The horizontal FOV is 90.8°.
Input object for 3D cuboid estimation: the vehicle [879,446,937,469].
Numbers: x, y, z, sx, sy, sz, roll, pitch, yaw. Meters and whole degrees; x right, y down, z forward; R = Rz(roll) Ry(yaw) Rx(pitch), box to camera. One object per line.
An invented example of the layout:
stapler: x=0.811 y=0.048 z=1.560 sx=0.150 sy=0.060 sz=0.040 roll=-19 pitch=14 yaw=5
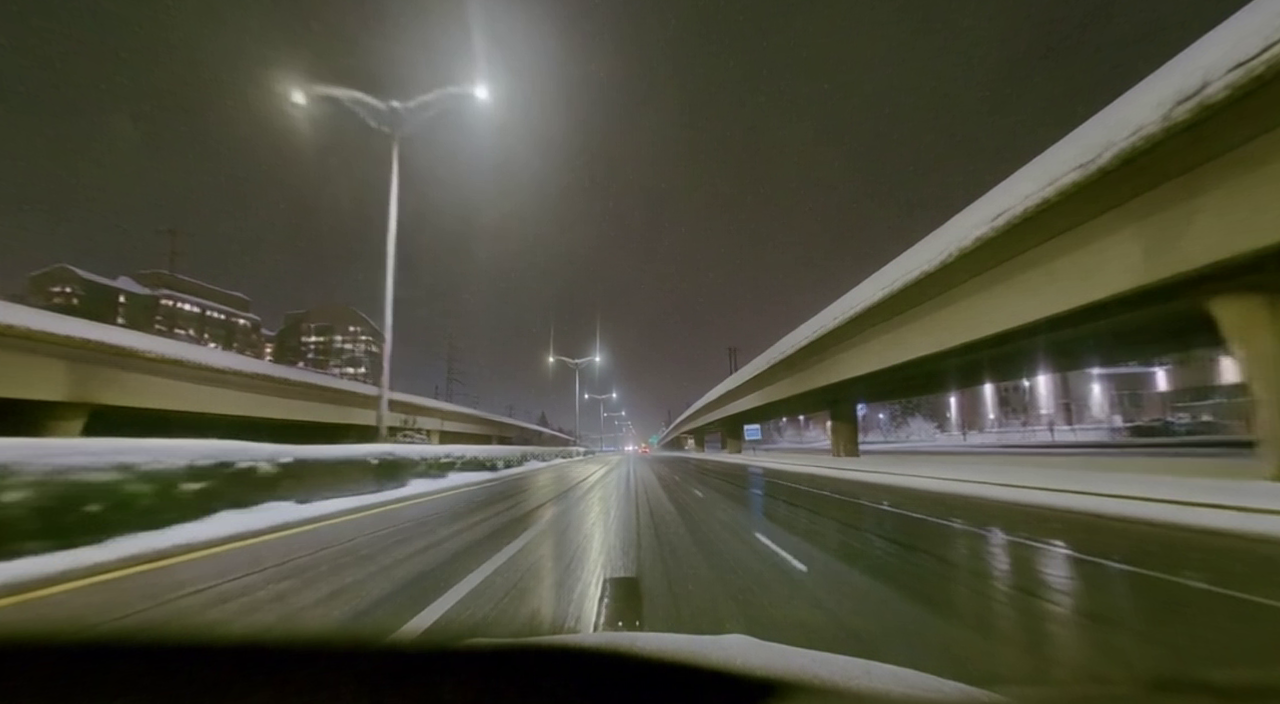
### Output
vehicle: x=18.646 y=7.345 z=44.209 sx=2.059 sy=1.457 sz=4.537 roll=-1 pitch=-9 yaw=0
